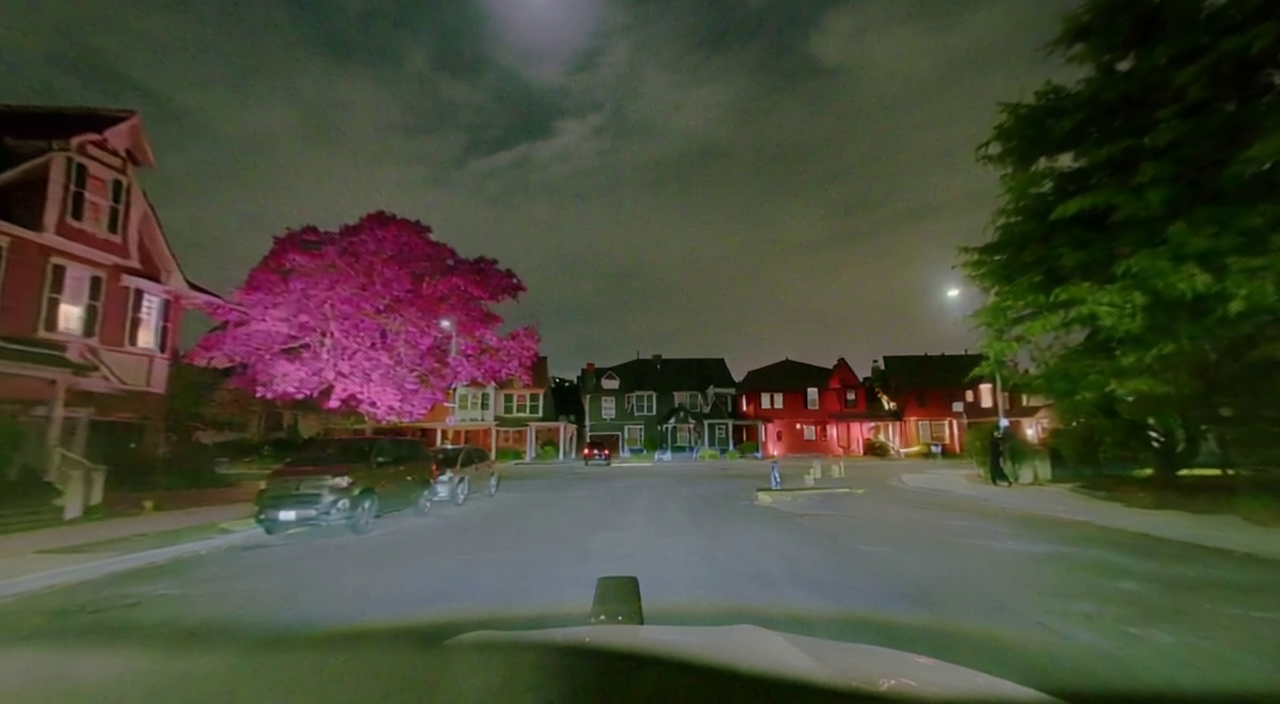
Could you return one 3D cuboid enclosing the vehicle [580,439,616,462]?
[{"bbox_3d":[-2.892,6.975,44.629,1.968,1.491,4.486,-1,-9,4],"label":"vehicle"}]

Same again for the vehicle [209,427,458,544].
[{"bbox_3d":[-5.467,2.427,12.183,2.139,1.783,4.717,-1,-9,5],"label":"vehicle"}]
